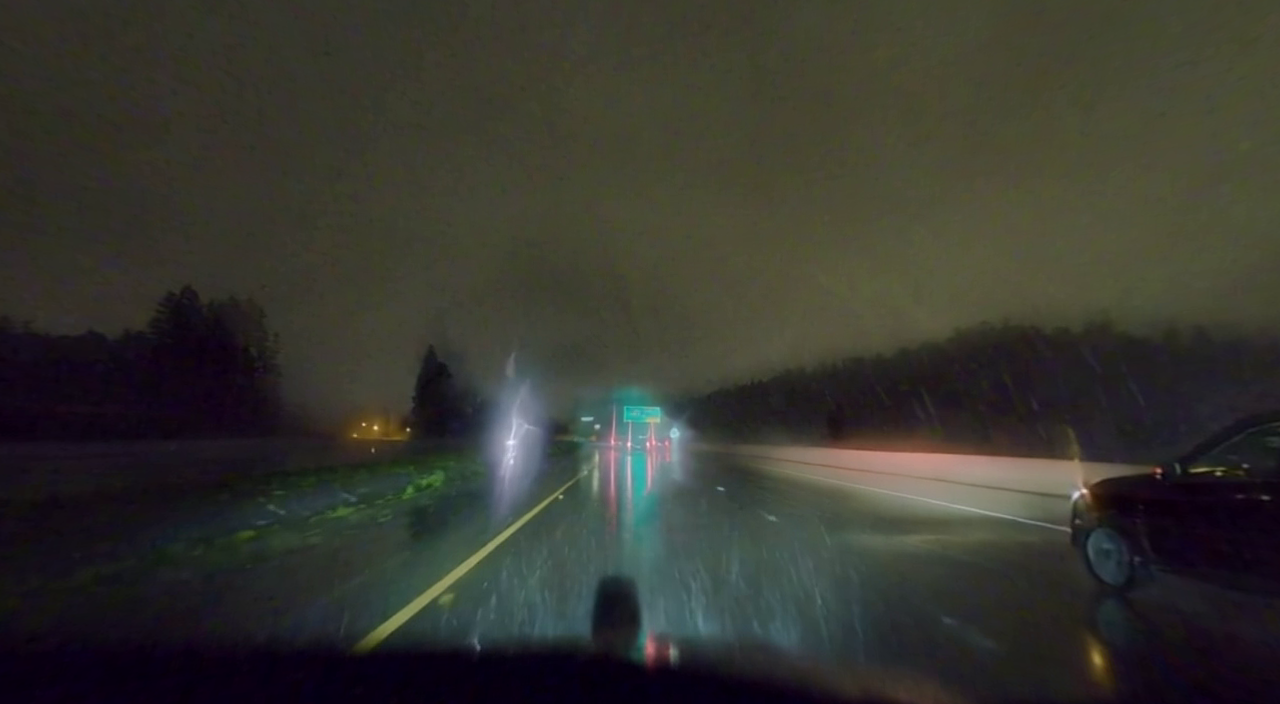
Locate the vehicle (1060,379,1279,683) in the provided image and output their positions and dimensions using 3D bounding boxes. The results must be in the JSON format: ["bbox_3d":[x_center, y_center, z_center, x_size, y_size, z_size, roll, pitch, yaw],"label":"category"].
[{"bbox_3d":[4.145,0.858,2.861,1.852,1.513,3.652,0,-8,-1],"label":"vehicle"}]

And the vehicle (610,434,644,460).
[{"bbox_3d":[-0.836,5.843,38.776,1.998,1.512,3.735,0,-8,-3],"label":"vehicle"}]
